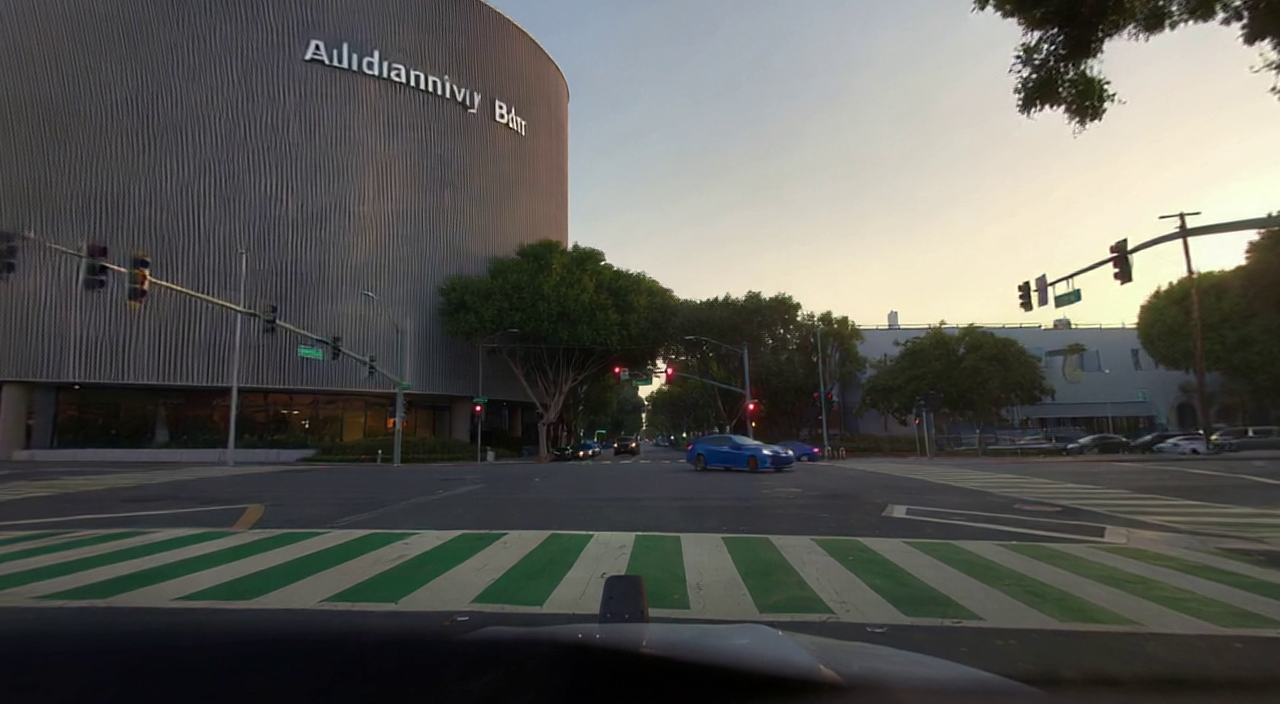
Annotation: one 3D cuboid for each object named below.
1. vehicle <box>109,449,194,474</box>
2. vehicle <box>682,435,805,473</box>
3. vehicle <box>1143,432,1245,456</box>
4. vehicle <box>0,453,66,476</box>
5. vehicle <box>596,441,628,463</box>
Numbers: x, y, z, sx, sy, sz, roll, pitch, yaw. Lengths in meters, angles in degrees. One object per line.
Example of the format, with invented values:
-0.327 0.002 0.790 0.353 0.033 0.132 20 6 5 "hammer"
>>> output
-33.089 7.403 42.746 4.136 1.661 1.857 0 -8 1 "vehicle"
4.312 4.311 26.917 2.280 1.454 4.836 7 -11 -40 "vehicle"
36.148 6.024 41.205 4.767 1.456 1.858 -1 -8 3 "vehicle"
-41.676 7.633 42.757 3.698 1.467 1.779 0 -8 1 "vehicle"
-2.023 7.327 46.353 2.057 1.467 4.354 0 -8 1 "vehicle"
